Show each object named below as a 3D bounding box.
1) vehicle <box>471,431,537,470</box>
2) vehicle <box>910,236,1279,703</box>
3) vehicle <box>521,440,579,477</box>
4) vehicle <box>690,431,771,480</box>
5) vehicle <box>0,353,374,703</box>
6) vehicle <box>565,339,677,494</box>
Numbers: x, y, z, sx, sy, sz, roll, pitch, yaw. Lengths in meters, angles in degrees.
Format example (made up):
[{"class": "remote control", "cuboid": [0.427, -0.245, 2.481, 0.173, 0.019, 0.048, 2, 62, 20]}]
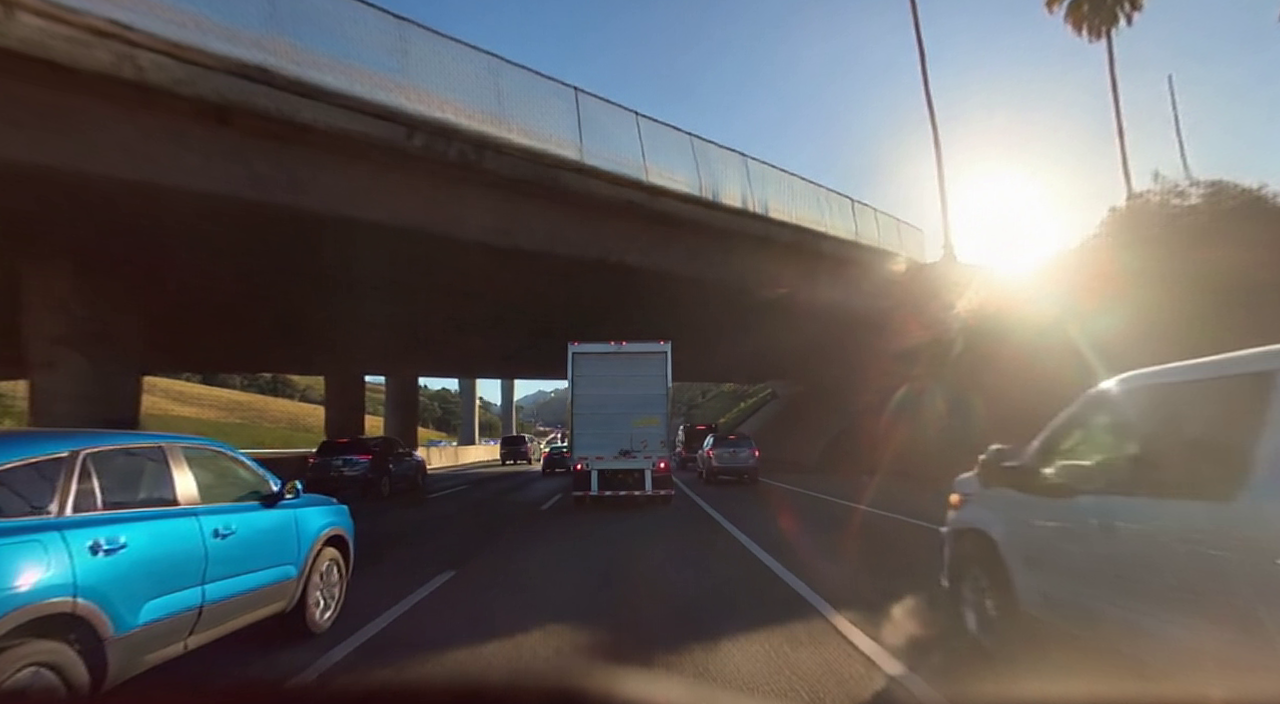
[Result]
[{"class": "vehicle", "cuboid": [-7.384, 5.431, 34.900, 2.344, 1.954, 5.579, 0, -9, 1]}, {"class": "vehicle", "cuboid": [2.633, 0.517, 0.802, 2.098, 1.827, 5.538, 0, -9, 0]}, {"class": "vehicle", "cuboid": [-3.864, 4.636, 27.787, 1.874, 1.475, 4.328, 0, -9, 0]}, {"class": "vehicle", "cuboid": [2.870, 3.415, 20.988, 1.859, 1.416, 4.695, 0, -9, -2]}, {"class": "vehicle", "cuboid": [-3.255, 1.020, 3.420, 1.885, 1.654, 4.103, 0, -9, -1]}, {"class": "vehicle", "cuboid": [-0.451, 2.459, 21.882, 2.906, 4.040, 10.743, 0, -9, 1]}]
